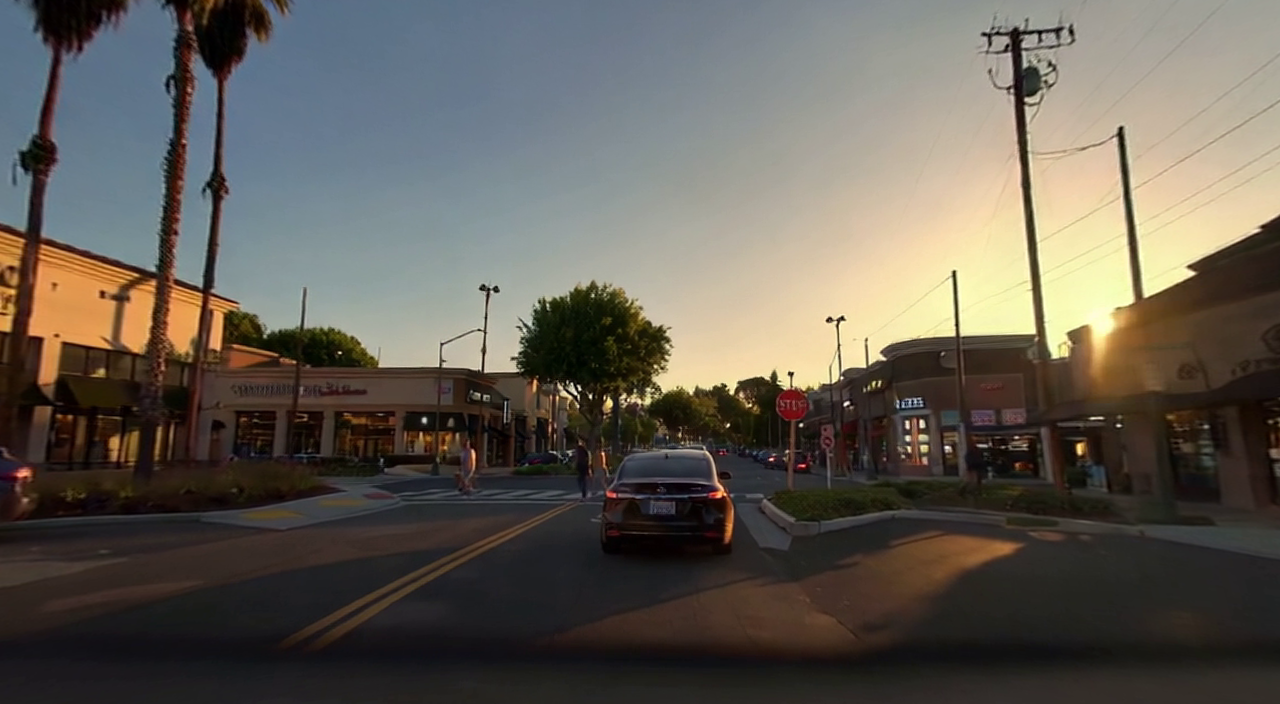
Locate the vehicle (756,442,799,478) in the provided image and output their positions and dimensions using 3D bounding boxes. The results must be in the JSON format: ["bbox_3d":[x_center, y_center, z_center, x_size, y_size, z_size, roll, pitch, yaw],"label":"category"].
[{"bbox_3d":[9.418,7.373,43.270,2.467,2.369,1.577,5,-10,-36],"label":"vehicle"}]

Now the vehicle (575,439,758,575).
[{"bbox_3d":[0.444,2.030,9.081,2.031,1.479,3.969,-1,-9,5],"label":"vehicle"}]

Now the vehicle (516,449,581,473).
[{"bbox_3d":[-6.915,8.231,47.949,4.529,1.682,1.895,6,-11,-36],"label":"vehicle"}]
